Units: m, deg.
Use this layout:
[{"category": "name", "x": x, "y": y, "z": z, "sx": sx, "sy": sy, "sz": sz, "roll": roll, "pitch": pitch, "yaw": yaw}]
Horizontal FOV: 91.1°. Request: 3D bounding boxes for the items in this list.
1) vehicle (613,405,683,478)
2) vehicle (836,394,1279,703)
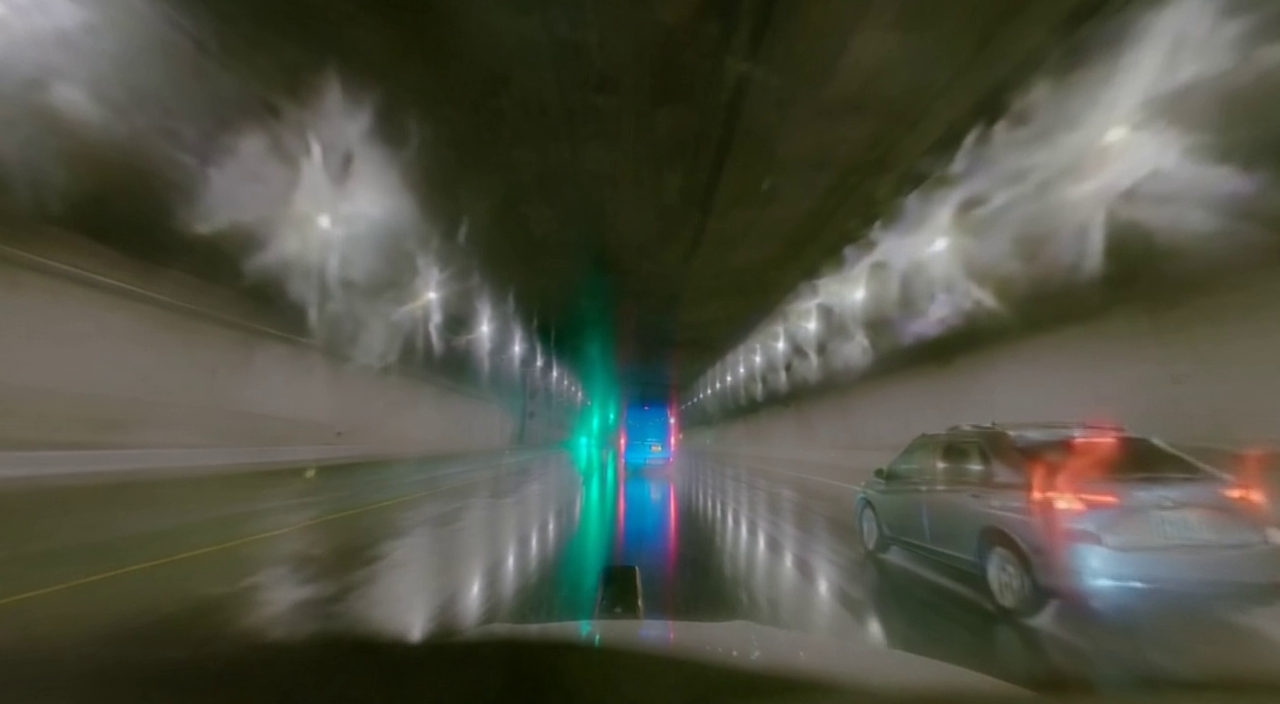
[{"category": "vehicle", "x": 0.234, "y": 3.425, "z": 24.174, "sx": 2.404, "sy": 2.459, "sz": 5.229, "roll": 0, "pitch": -8, "yaw": -1}, {"category": "vehicle", "x": 3.299, "y": 1.250, "z": 5.010, "sx": 2.095, "sy": 1.553, "sz": 4.069, "roll": 0, "pitch": -8, "yaw": -1}]
